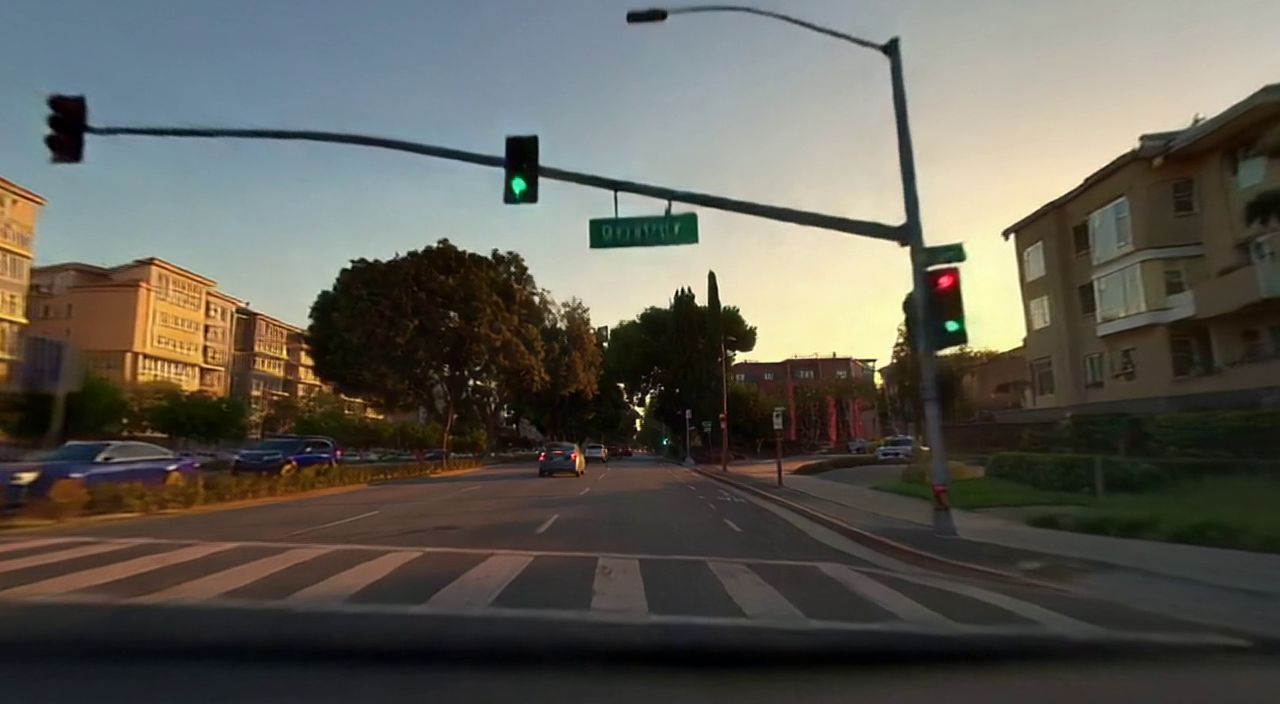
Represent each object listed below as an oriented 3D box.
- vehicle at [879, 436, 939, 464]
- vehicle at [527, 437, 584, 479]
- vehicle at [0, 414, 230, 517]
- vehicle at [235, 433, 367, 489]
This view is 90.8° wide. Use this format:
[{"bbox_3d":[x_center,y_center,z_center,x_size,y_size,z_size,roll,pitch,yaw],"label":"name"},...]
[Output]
[{"bbox_3d":[17.638,6.409,41.689,1.995,1.554,4.943,-5,-8,3],"label":"vehicle"},{"bbox_3d":[-3.746,4.778,28.746,1.959,1.741,4.141,0,-8,0],"label":"vehicle"},{"bbox_3d":[-11.794,2.462,13.865,2.105,1.759,5.403,-4,-9,-1],"label":"vehicle"},{"bbox_3d":[-11.608,3.757,22.065,2.040,1.707,4.522,0,-8,1],"label":"vehicle"}]
